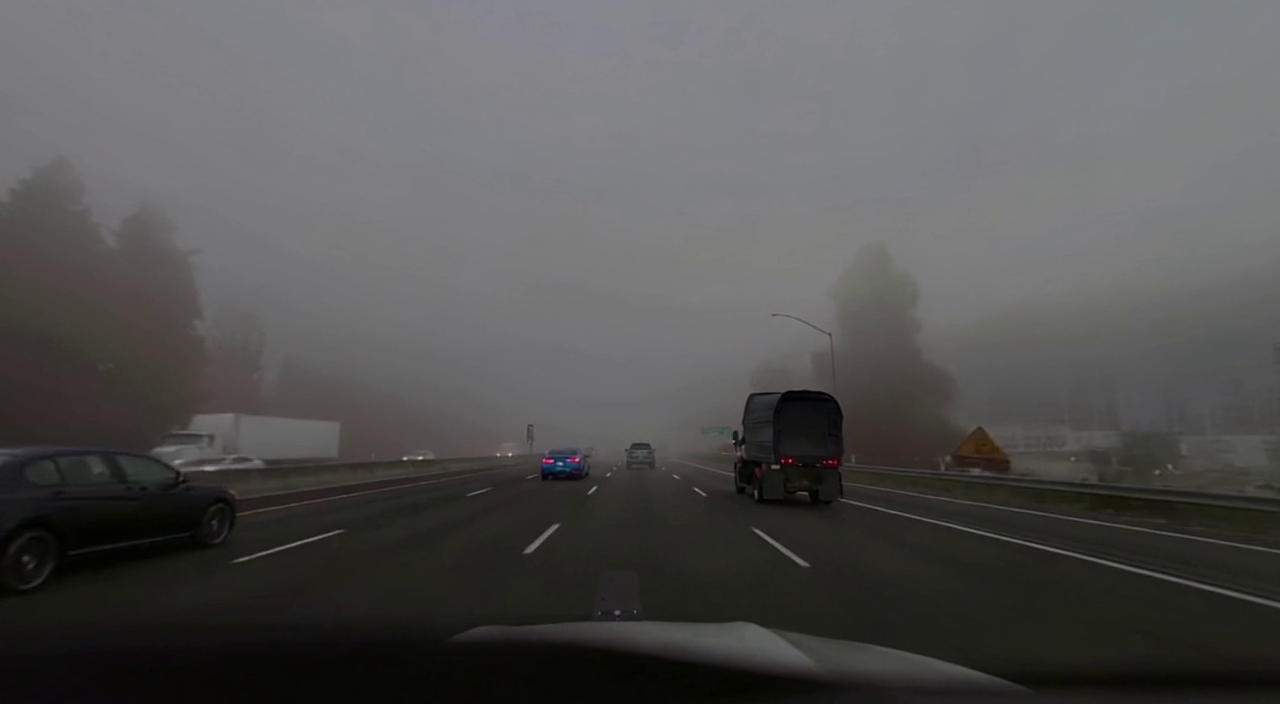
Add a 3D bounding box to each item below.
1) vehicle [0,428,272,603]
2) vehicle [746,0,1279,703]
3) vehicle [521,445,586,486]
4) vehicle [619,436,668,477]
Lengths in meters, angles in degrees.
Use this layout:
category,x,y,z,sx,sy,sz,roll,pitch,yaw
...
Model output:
category,x,y,z,sx,sy,sz,roll,pitch,yaw
vehicle,-6.448,1.632,6.945,2.053,1.464,4.600,0,-9,0
vehicle,3.793,0.232,6.506,2.876,4.086,15.117,0,-9,0
vehicle,-3.197,4.282,24.176,1.864,1.406,4.544,0,-9,0
vehicle,0.134,5.042,30.571,2.203,1.805,4.358,0,-9,-1
